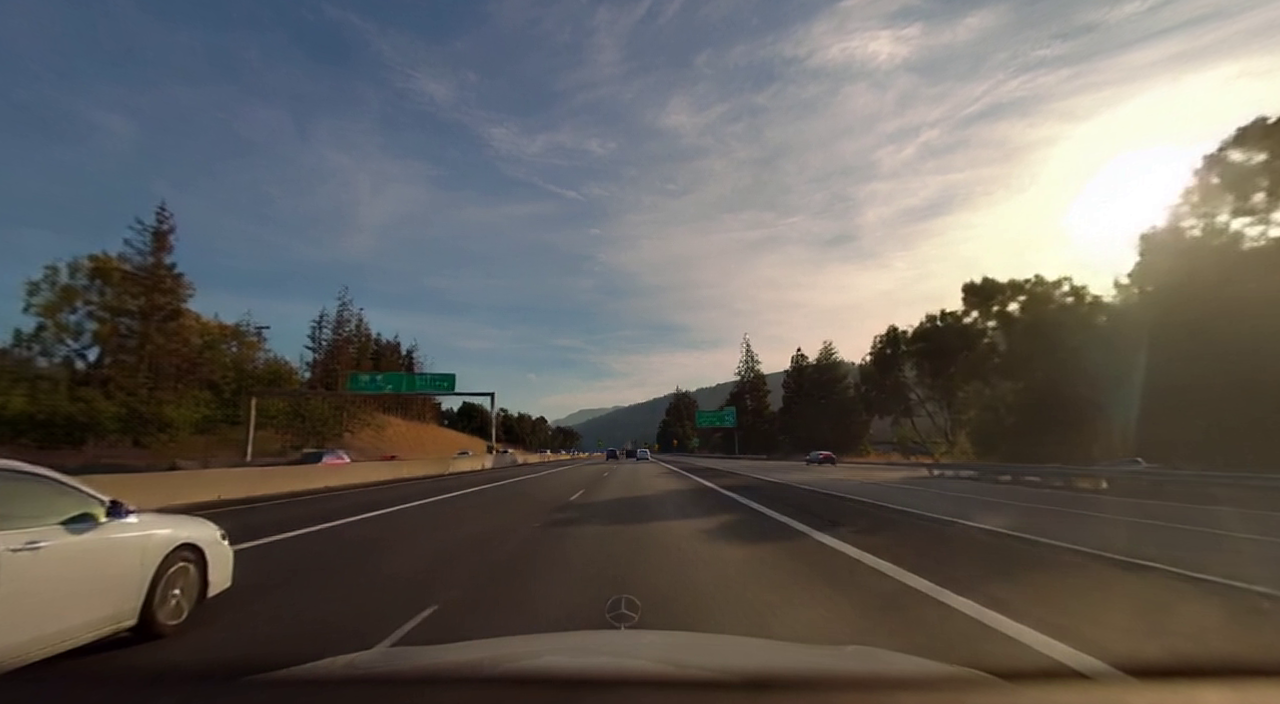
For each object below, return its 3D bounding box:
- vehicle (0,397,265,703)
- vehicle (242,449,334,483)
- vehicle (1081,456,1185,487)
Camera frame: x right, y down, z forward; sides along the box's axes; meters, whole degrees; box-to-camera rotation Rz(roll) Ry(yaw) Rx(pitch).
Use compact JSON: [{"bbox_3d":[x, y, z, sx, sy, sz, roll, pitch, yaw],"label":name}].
[{"bbox_3d":[-4.002,0.998,2.851,1.988,1.585,4.215,0,-9,0],"label":"vehicle"},{"bbox_3d":[-15.768,5.122,28.525,1.874,1.400,3.879,0,-9,0],"label":"vehicle"},{"bbox_3d":[30.812,7.451,39.534,1.973,1.766,4.726,8,-12,-41],"label":"vehicle"}]
